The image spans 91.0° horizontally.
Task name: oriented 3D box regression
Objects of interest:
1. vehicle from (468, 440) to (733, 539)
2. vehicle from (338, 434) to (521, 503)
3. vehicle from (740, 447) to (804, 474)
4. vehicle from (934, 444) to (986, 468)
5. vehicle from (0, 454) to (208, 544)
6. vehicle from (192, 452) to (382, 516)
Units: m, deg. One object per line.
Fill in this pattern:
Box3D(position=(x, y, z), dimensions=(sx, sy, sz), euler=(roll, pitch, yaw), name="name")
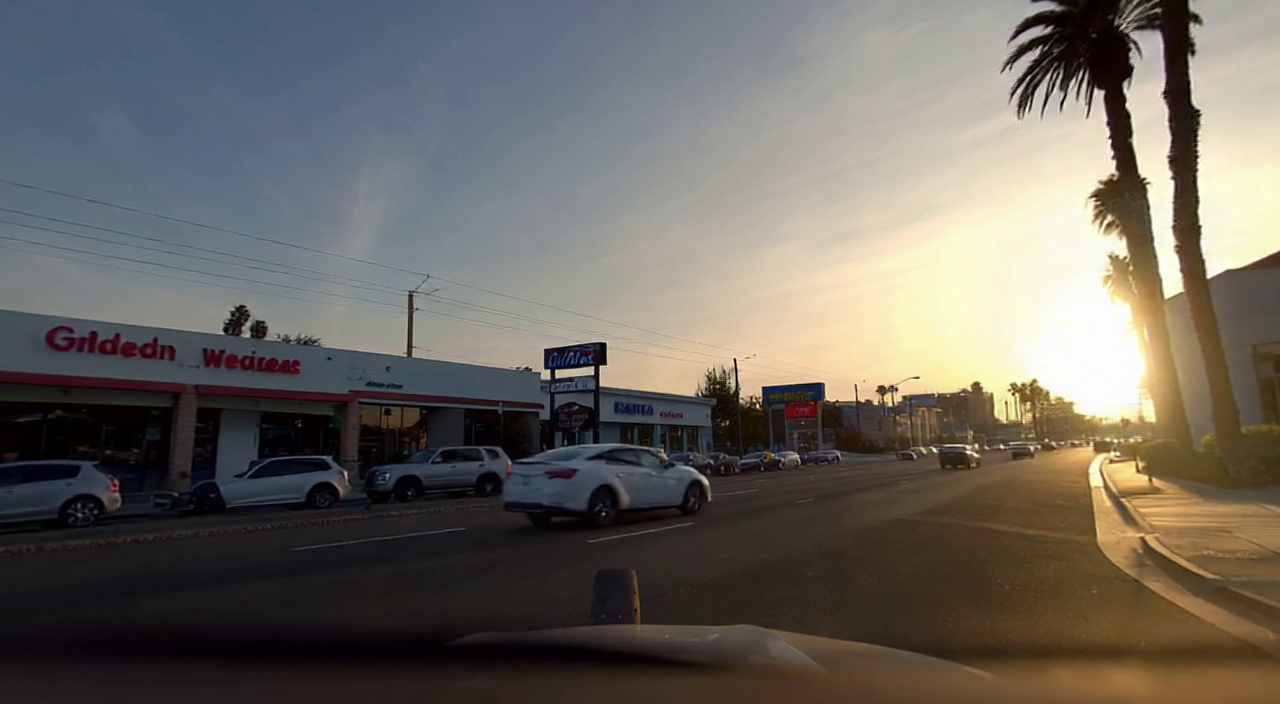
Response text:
Box3D(position=(-0.530, 2.537, 12.447), dimensions=(2.232, 1.513, 5.090), euler=(-7, -11, 41), name="vehicle")
Box3D(position=(-6.151, 3.591, 19.014), dimensions=(1.989, 1.792, 4.884), euler=(-9, -15, 36), name="vehicle")
Box3D(position=(8.052, 6.534, 38.062), dimensions=(1.981, 1.493, 4.721), euler=(-6, -11, 36), name="vehicle")
Box3D(position=(20.722, 6.680, 40.676), dimensions=(2.035, 1.485, 4.849), euler=(-6, -11, 37), name="vehicle")
Box3D(position=(-11.412, 2.737, 12.013), dimensions=(1.854, 1.482, 4.756), euler=(-6, -11, 37), name="vehicle")
Box3D(position=(-10.549, 3.899, 19.158), dimensions=(1.900, 1.615, 4.573), euler=(-6, -11, 37), name="vehicle")
